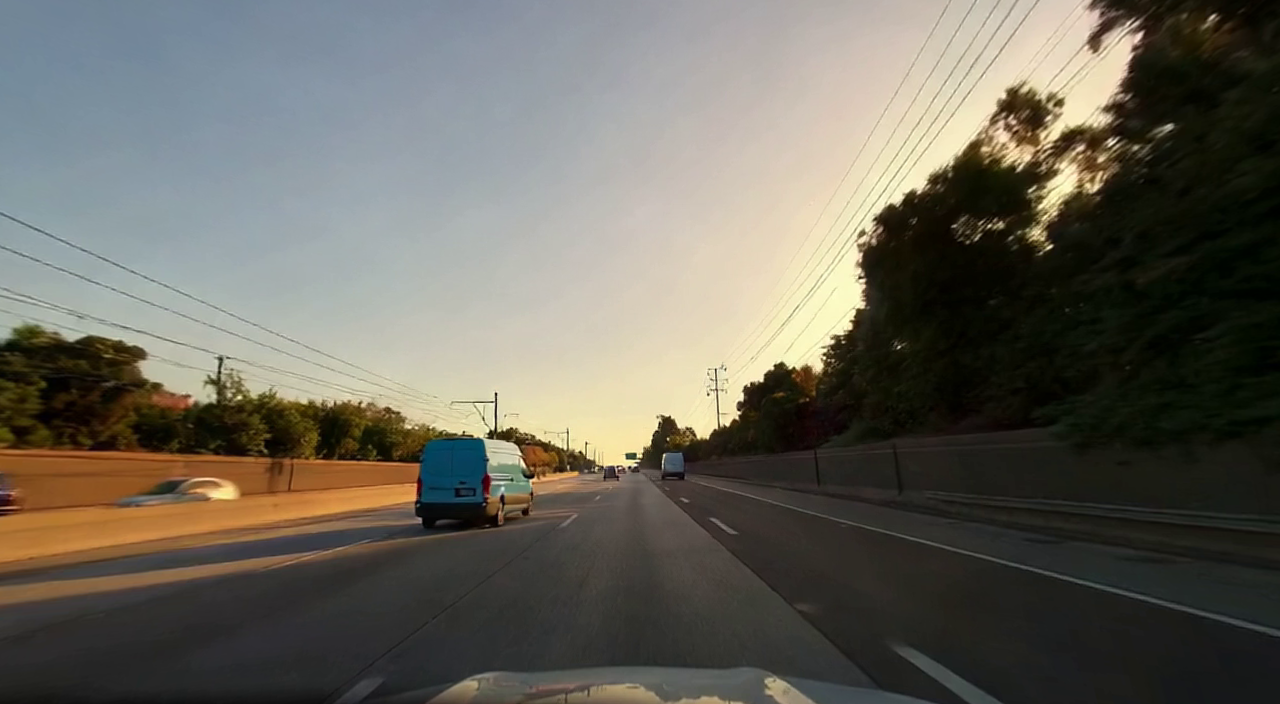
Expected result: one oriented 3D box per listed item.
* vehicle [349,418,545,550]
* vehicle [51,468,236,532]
[{"bbox_3d":[-3.383,2.497,12.271,2.324,2.008,4.654,1,-10,0],"label":"vehicle"},{"bbox_3d":[-12.927,3.849,16.760,1.823,1.457,3.720,1,-10,0],"label":"vehicle"}]
